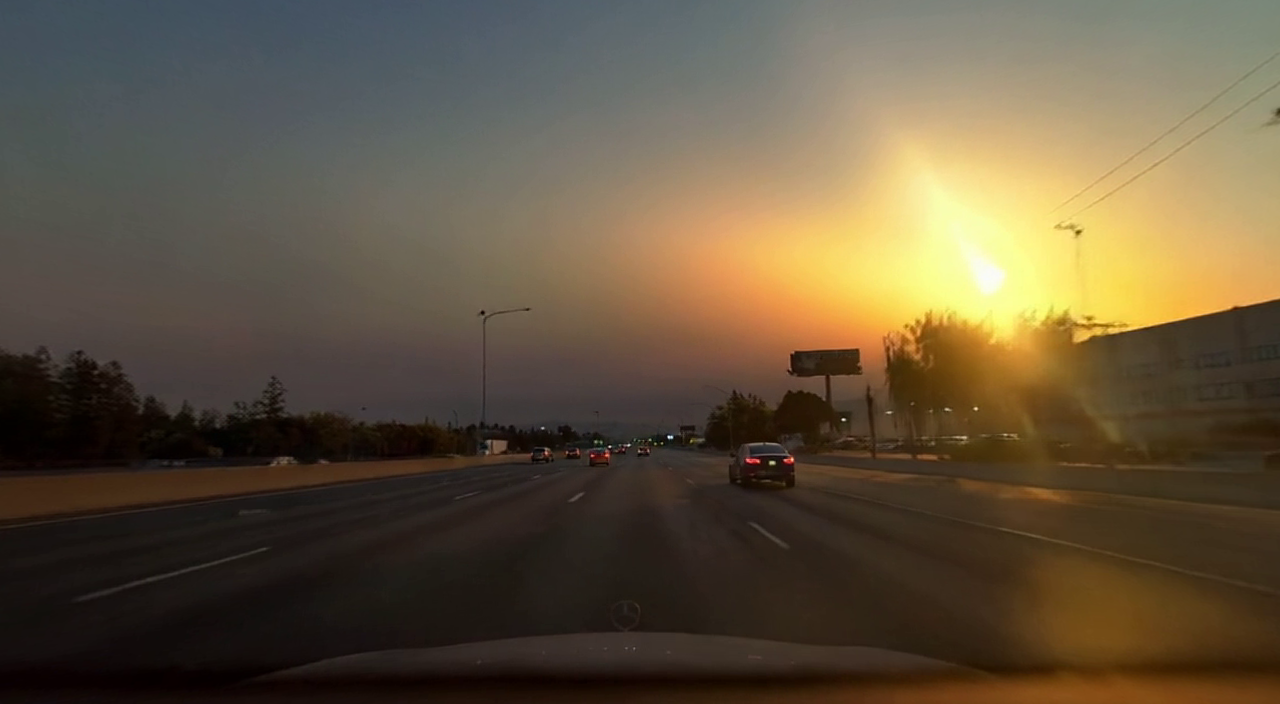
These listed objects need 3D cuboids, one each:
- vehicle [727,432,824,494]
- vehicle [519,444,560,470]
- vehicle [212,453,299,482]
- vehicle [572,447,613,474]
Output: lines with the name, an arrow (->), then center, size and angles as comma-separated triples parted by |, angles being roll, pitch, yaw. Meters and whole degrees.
vehicle -> 4.309, 3.613, 20.836 | 2.109, 1.764, 4.704 | 0, -9, 0
vehicle -> -7.337, 7.695, 46.327 | 2.112, 1.813, 4.716 | 0, -9, 1
vehicle -> -27.537, 8.265, 45.456 | 2.349, 1.847, 6.197 | 0, -9, 0
vehicle -> -2.812, 6.557, 38.417 | 2.139, 1.510, 4.506 | 0, -9, 0
